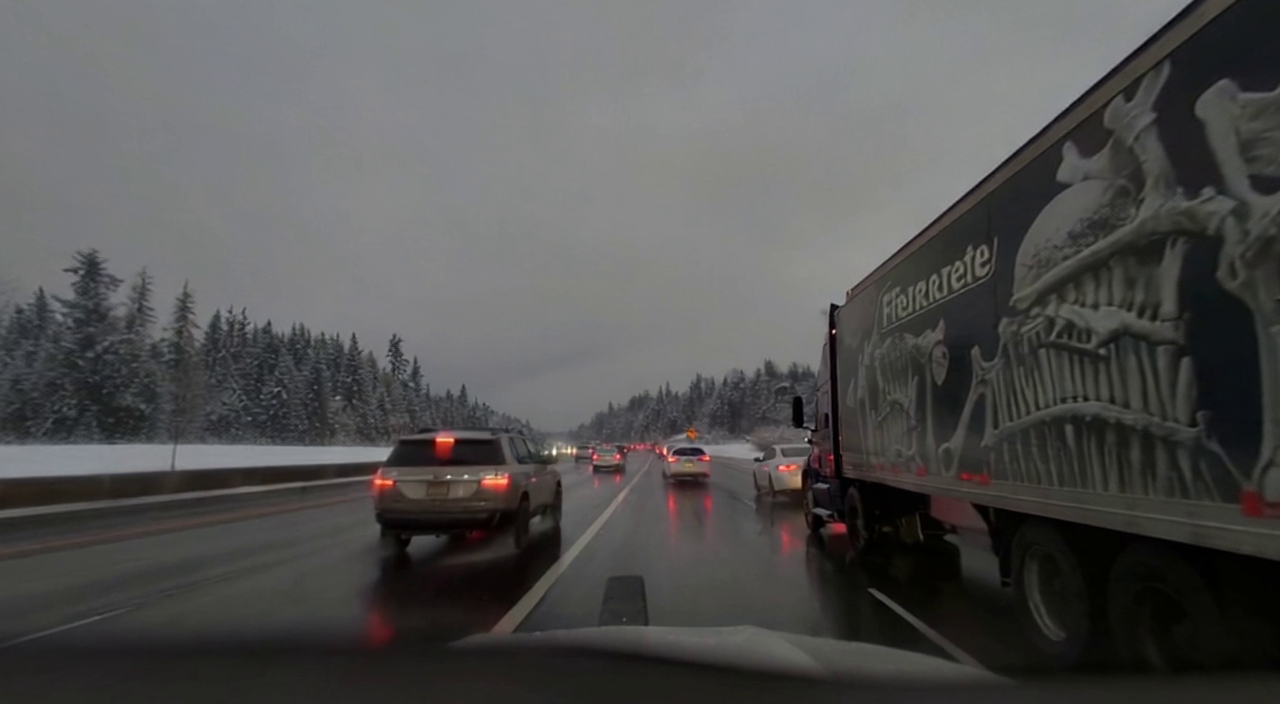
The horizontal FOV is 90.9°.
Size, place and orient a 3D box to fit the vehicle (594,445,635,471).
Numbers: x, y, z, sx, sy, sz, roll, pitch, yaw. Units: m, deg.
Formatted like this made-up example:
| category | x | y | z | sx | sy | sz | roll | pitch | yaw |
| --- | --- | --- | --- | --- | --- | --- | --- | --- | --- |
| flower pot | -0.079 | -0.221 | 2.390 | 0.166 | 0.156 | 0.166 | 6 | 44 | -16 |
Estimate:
| category | x | y | z | sx | sy | sz | roll | pitch | yaw |
| --- | --- | --- | --- | --- | --- | --- | --- | --- | --- |
| vehicle | -1.458 | 6.254 | 37.563 | 2.036 | 1.441 | 4.253 | -1 | -8 | 2 |

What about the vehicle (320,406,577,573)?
| category | x | y | z | sx | sy | sz | roll | pitch | yaw |
| --- | --- | --- | --- | --- | --- | --- | --- | --- | --- |
| vehicle | -2.341 | 1.860 | 9.314 | 2.153 | 1.805 | 4.631 | -1 | -9 | 3 |

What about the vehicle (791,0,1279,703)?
| category | x | y | z | sx | sy | sz | roll | pitch | yaw |
| --- | --- | --- | --- | --- | --- | --- | --- | --- | --- |
| vehicle | 3.684 | 0.519 | 4.859 | 2.987 | 3.212 | 9.311 | -1 | -8 | 2 |

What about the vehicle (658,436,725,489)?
| category | x | y | z | sx | sy | sz | roll | pitch | yaw |
| --- | --- | --- | --- | --- | --- | --- | --- | --- | --- |
| vehicle | 1.776 | 3.984 | 23.123 | 2.156 | 1.701 | 4.494 | -1 | -8 | 2 |
